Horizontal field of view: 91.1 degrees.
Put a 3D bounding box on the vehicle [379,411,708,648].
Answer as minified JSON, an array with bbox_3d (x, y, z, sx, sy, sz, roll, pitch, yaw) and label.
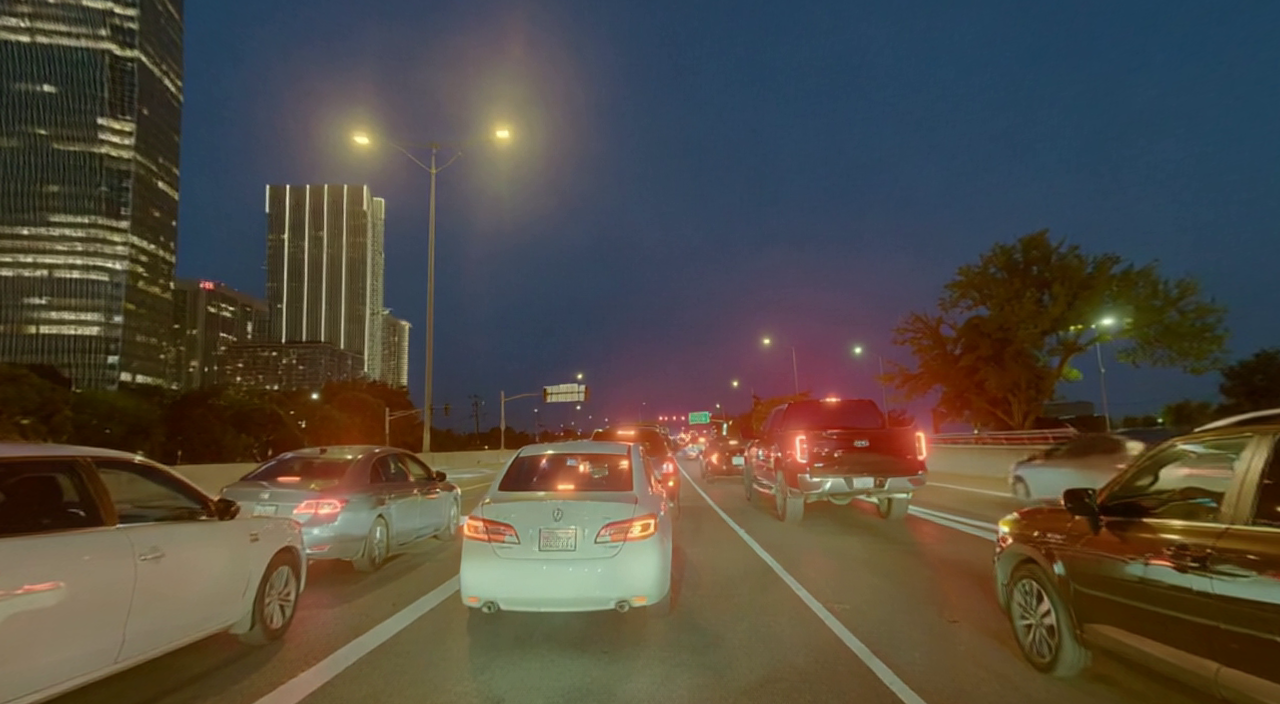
[{"bbox_3d":[-0.577,1.487,6.336,2.172,1.536,4.250,0,-9,2],"label":"vehicle"}]

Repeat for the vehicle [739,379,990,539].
[{"bbox_3d":[3.544,1.900,11.631,2.497,2.186,5.890,0,-8,0],"label":"vehicle"}]

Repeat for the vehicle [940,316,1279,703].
[{"bbox_3d":[3.158,0.746,2.080,2.024,1.723,4.714,0,-9,1],"label":"vehicle"}]
